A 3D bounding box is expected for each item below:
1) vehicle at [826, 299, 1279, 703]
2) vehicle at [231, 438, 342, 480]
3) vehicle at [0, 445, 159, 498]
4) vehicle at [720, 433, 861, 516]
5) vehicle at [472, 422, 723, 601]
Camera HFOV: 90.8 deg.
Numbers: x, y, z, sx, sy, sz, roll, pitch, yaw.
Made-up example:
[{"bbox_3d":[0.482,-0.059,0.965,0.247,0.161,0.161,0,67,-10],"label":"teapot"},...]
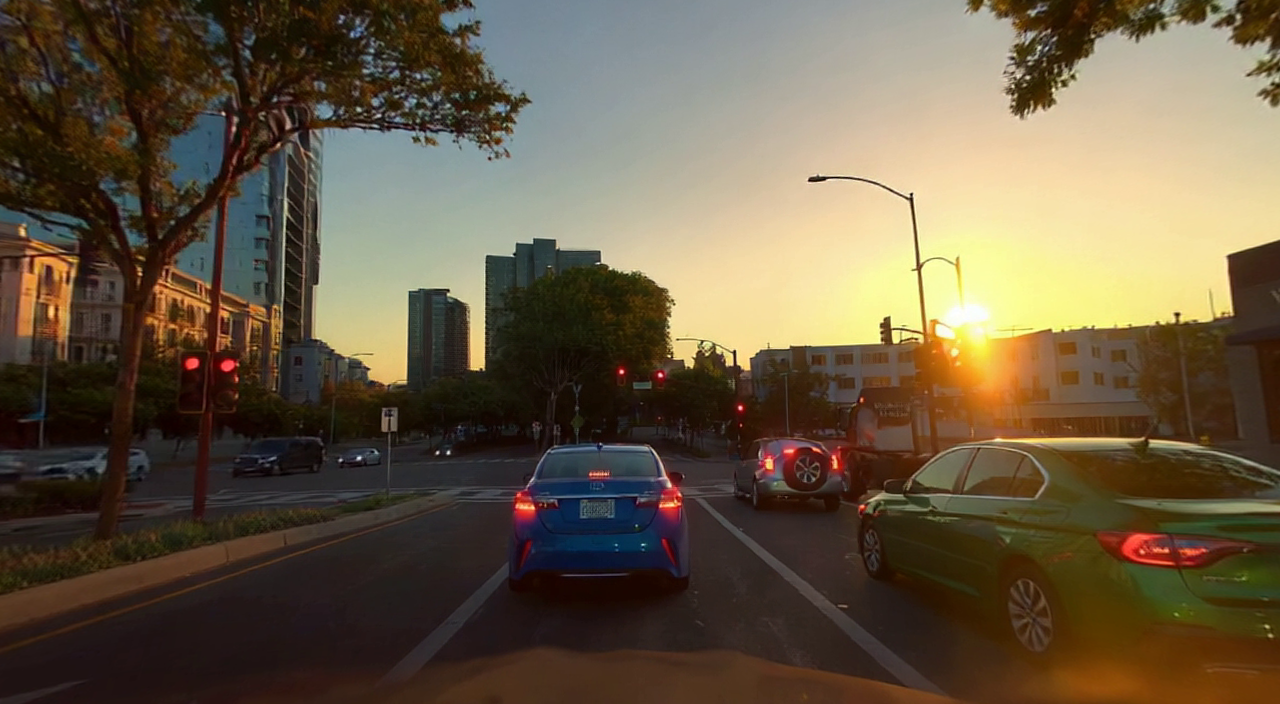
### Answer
[{"bbox_3d":[3.575,1.110,5.053,2.572,1.945,5.065,0,-8,0],"label":"vehicle"},{"bbox_3d":[-17.968,5.455,32.579,2.308,1.903,5.813,0,-8,1],"label":"vehicle"},{"bbox_3d":[-21.403,4.455,24.108,2.233,1.782,4.862,0,-8,0],"label":"vehicle"},{"bbox_3d":[3.155,2.667,14.321,2.026,1.549,4.559,0,-8,-1],"label":"vehicle"},{"bbox_3d":[-0.385,1.654,7.401,2.143,1.520,3.848,0,-8,-1],"label":"vehicle"}]
